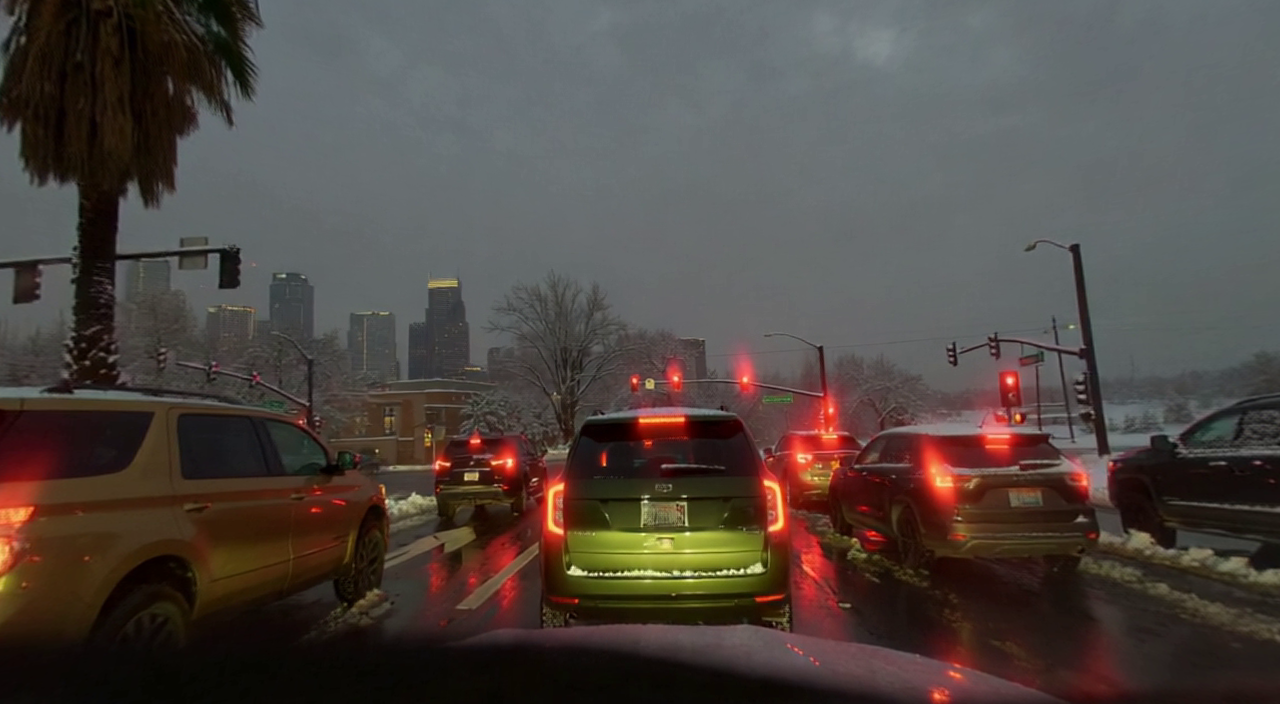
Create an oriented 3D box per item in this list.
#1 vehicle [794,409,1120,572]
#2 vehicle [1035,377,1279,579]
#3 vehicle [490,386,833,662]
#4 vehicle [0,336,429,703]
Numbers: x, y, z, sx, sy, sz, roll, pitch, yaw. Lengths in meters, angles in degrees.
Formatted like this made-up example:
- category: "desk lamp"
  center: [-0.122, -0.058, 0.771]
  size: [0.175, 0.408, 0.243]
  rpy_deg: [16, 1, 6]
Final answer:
- category: "vehicle"
  center: [4.003, 1.852, 9.293]
  size: [2.072, 1.704, 5.170]
  rpy_deg: [0, -9, 0]
- category: "vehicle"
  center: [7.327, 1.335, 6.858]
  size: [2.337, 1.925, 5.728]
  rpy_deg: [0, -8, 1]
- category: "vehicle"
  center: [0.162, 1.373, 6.052]
  size: [2.123, 1.704, 4.128]
  rpy_deg: [0, -9, 1]
- category: "vehicle"
  center: [-3.165, 1.086, 3.902]
  size: [2.171, 1.702, 4.416]
  rpy_deg: [0, -9, 0]
